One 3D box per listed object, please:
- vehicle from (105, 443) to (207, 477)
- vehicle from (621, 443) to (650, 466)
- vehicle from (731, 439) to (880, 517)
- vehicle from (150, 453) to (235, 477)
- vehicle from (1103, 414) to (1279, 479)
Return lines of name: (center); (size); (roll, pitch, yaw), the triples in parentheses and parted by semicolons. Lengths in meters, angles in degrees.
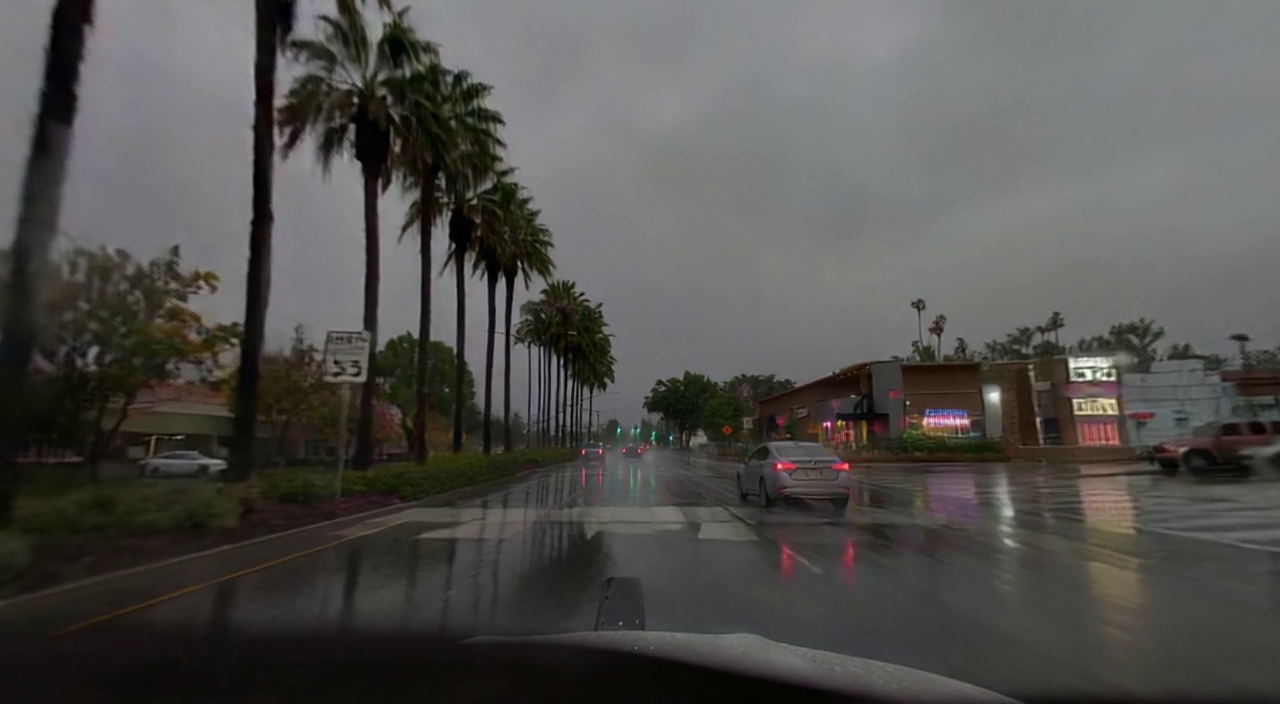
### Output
vehicle: (-31.972, 7.132, 42.057); (2.210, 2.068, 5.774); (0, -9, 0)
vehicle: (-0.355, 7.797, 48.065); (2.102, 1.653, 3.698); (0, -9, -1)
vehicle: (3.588, 2.811, 14.724); (2.090, 1.503, 4.566); (0, -9, -2)
vehicle: (-29.134, 7.374, 41.364); (1.958, 1.476, 4.576); (-2, -10, 5)
vehicle: (18.507, 3.122, 20.706); (4.719, 1.803, 2.339); (-2, -12, -4)
